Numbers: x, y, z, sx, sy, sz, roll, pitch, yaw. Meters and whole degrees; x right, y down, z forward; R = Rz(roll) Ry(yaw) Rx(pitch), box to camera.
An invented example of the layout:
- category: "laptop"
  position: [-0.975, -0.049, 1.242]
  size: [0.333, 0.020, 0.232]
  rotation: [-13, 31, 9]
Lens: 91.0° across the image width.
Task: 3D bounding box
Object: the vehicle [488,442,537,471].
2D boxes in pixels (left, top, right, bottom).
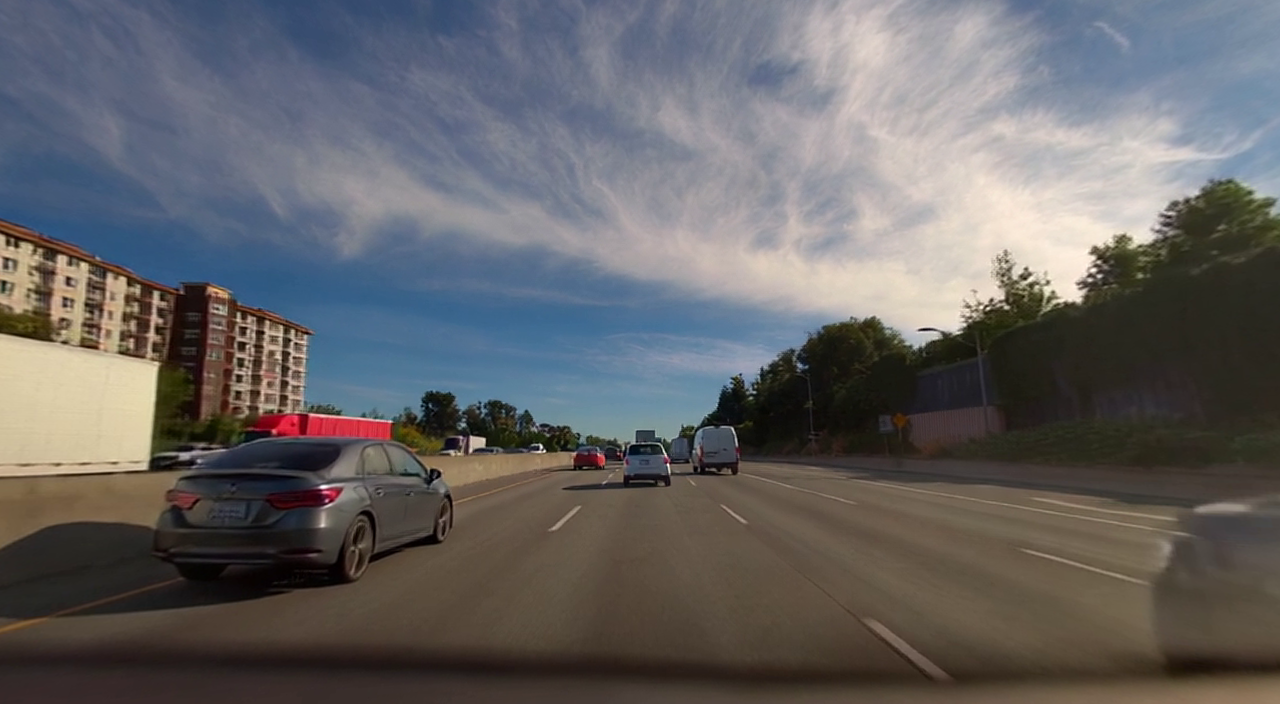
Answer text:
- category: "vehicle"
  position: [-8.269, 6.797, 41.168]
  size: [2.168, 1.749, 4.698]
  rotation: [0, -9, 1]

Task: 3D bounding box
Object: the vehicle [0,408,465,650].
- category: "vehicle"
  position: [-3.400, 1.517, 6.411]
  size: [1.956, 1.602, 4.258]
  rotation: [0, -9, 1]

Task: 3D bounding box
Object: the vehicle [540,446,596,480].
- category: "vehicle"
  position: [-3.284, 5.179, 29.559]
  size: [2.062, 1.459, 4.365]
  rotation: [0, -9, 1]

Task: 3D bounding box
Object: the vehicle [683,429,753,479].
- category: "vehicle"
  position: [3.533, 4.801, 29.769]
  size: [2.460, 2.086, 5.576]
  rotation: [0, -9, -1]

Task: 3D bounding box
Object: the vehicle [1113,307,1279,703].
- category: "vehicle"
  position: [3.362, 0.426, 0.236]
  size: [2.196, 1.773, 5.352]
  rotation: [0, -9, 0]

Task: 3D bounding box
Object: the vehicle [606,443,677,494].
- category: "vehicle"
  position: [0.030, 3.684, 20.225]
  size: [2.053, 1.461, 3.941]
  rotation: [0, -9, 0]

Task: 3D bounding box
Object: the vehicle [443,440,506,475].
- category: "vehicle"
  position: [-8.858, 5.689, 34.159]
  size: [2.187, 1.776, 4.518]
  rotation: [0, -9, 0]
